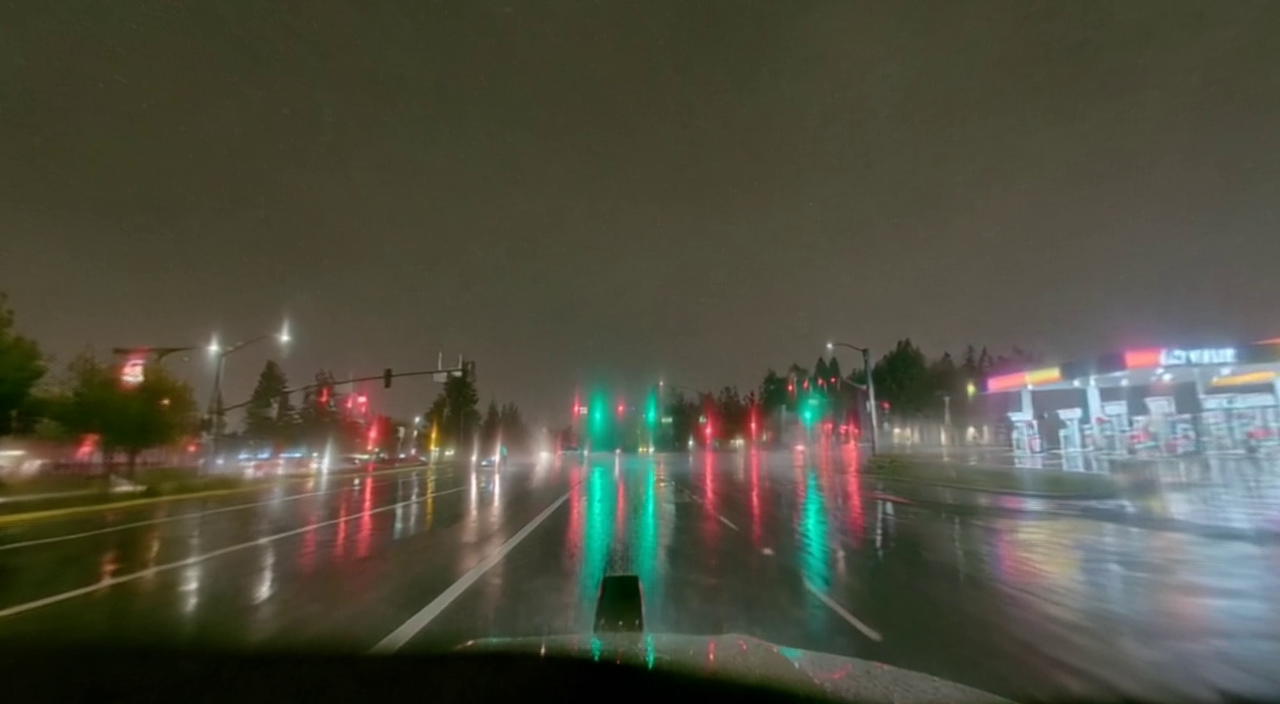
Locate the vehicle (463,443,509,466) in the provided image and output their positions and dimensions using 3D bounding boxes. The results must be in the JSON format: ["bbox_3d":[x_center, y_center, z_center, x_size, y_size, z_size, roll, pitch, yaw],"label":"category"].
[{"bbox_3d":[-10.267,6.889,42.406,1.899,1.460,4.880,0,-8,0],"label":"vehicle"}]
